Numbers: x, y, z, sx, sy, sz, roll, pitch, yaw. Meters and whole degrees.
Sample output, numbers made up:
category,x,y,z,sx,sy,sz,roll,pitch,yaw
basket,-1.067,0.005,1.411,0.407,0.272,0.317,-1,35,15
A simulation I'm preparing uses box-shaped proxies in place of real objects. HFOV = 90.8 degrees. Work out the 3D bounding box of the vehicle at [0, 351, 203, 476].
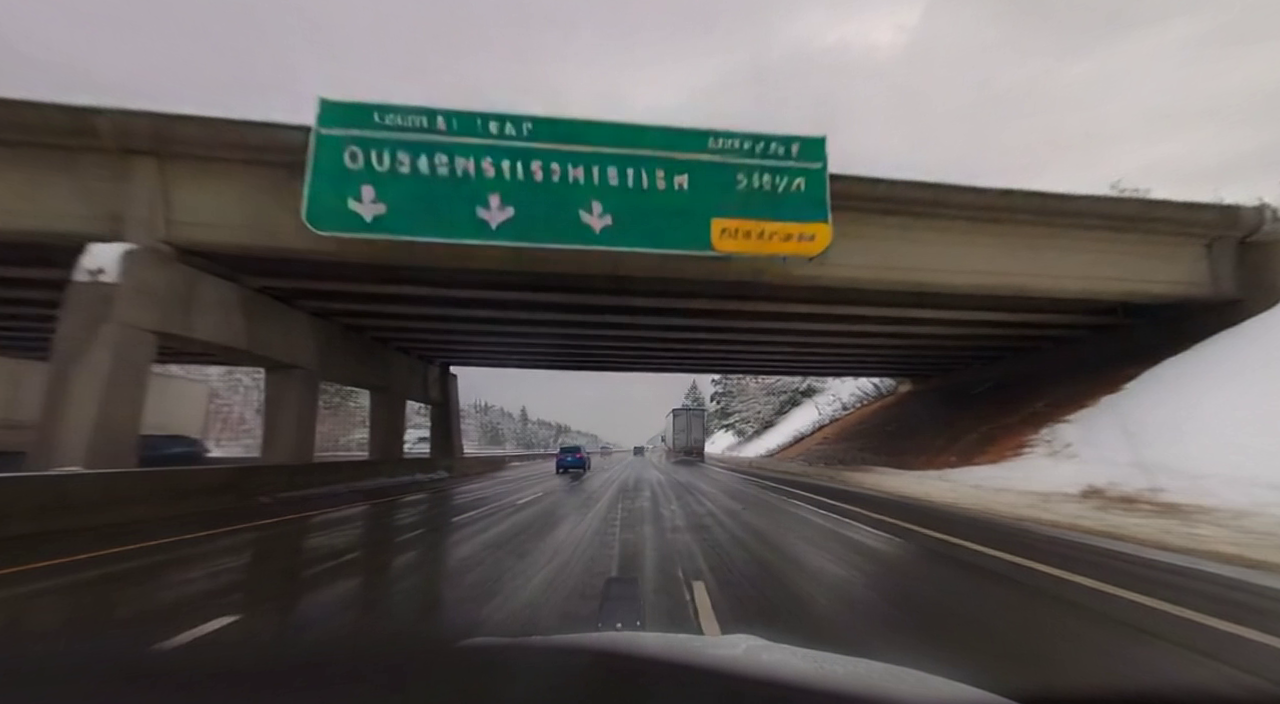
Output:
category,x,y,z,sx,sy,sz,roll,pitch,yaw
vehicle,-22.028,2.262,22.043,2.907,3.988,14.319,-1,-9,2

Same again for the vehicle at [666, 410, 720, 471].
category,x,y,z,sx,sy,sz,roll,pitch,yaw
vehicle,3.656,6.591,46.601,2.943,3.830,12.409,0,-9,0

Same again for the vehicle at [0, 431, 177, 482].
category,x,y,z,sx,sy,sz,roll,pitch,yaw
vehicle,-17.734,3.392,20.618,1.788,1.461,4.321,0,-9,2

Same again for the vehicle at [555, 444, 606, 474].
category,x,y,z,sx,sy,sz,roll,pitch,yaw
vehicle,-3.074,5.636,33.471,2.038,1.489,4.603,-1,-9,3
